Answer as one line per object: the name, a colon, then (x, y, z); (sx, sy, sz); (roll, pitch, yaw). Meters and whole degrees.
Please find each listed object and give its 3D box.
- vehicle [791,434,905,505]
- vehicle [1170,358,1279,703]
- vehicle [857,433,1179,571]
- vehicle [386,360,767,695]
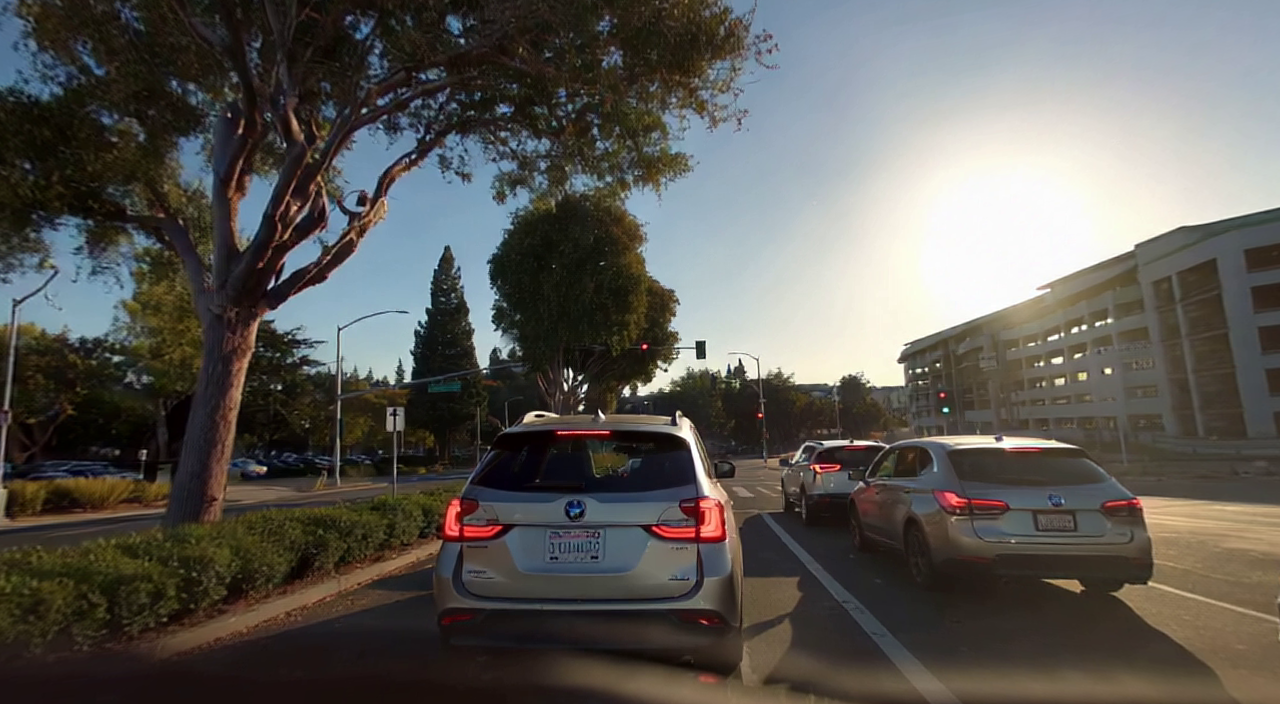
vehicle: (5.323, 3.035, 16.726); (1.994, 1.638, 4.100); (-1, -9, 6)
vehicle: (4.064, 0.604, 1.115); (1.993, 1.719, 4.953); (0, -8, 1)
vehicle: (4.893, 1.971, 9.174); (1.963, 1.480, 4.553); (0, -8, 2)
vehicle: (-0.213, 1.235, 5.565); (2.021, 1.742, 4.295); (-1, -8, 4)
